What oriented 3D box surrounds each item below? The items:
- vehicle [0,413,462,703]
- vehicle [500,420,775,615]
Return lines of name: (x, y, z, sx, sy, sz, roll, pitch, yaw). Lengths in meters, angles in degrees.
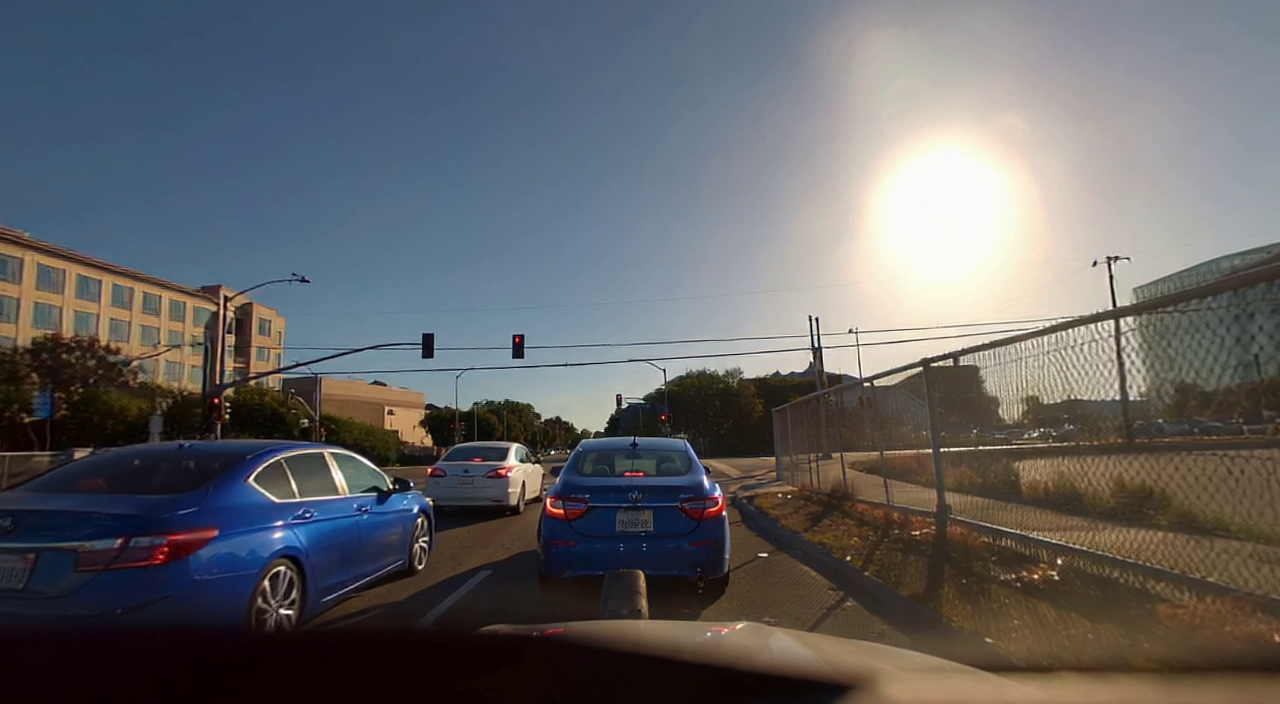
vehicle: (-3.201, 1.381, 5.250, 1.971, 1.488, 4.581, 0, -9, 1)
vehicle: (-0.015, 1.603, 7.015, 2.144, 1.514, 4.063, 0, -9, 0)
